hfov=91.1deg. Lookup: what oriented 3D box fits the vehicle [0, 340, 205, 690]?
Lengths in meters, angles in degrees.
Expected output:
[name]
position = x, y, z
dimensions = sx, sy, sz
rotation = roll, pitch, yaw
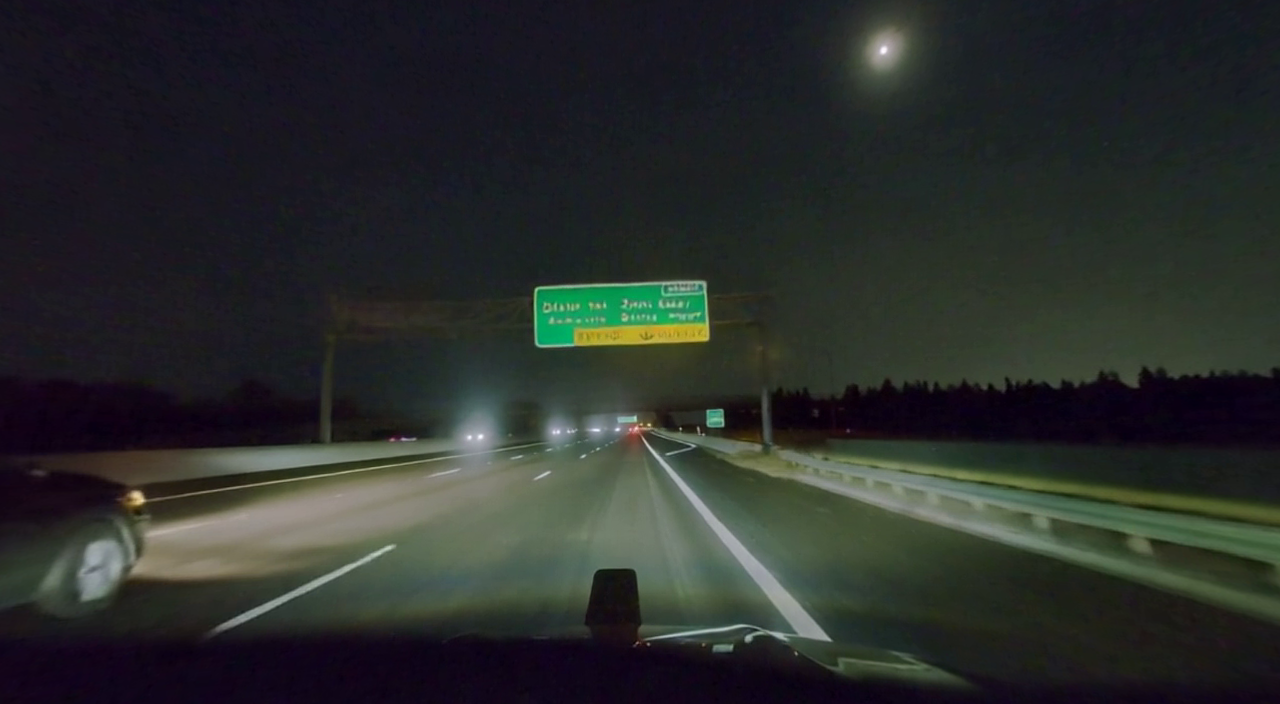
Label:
[vehicle]
position = -4.255, 0.685, 2.153
dimensions = 2.153, 1.730, 4.772
rotation = 0, -8, -1
